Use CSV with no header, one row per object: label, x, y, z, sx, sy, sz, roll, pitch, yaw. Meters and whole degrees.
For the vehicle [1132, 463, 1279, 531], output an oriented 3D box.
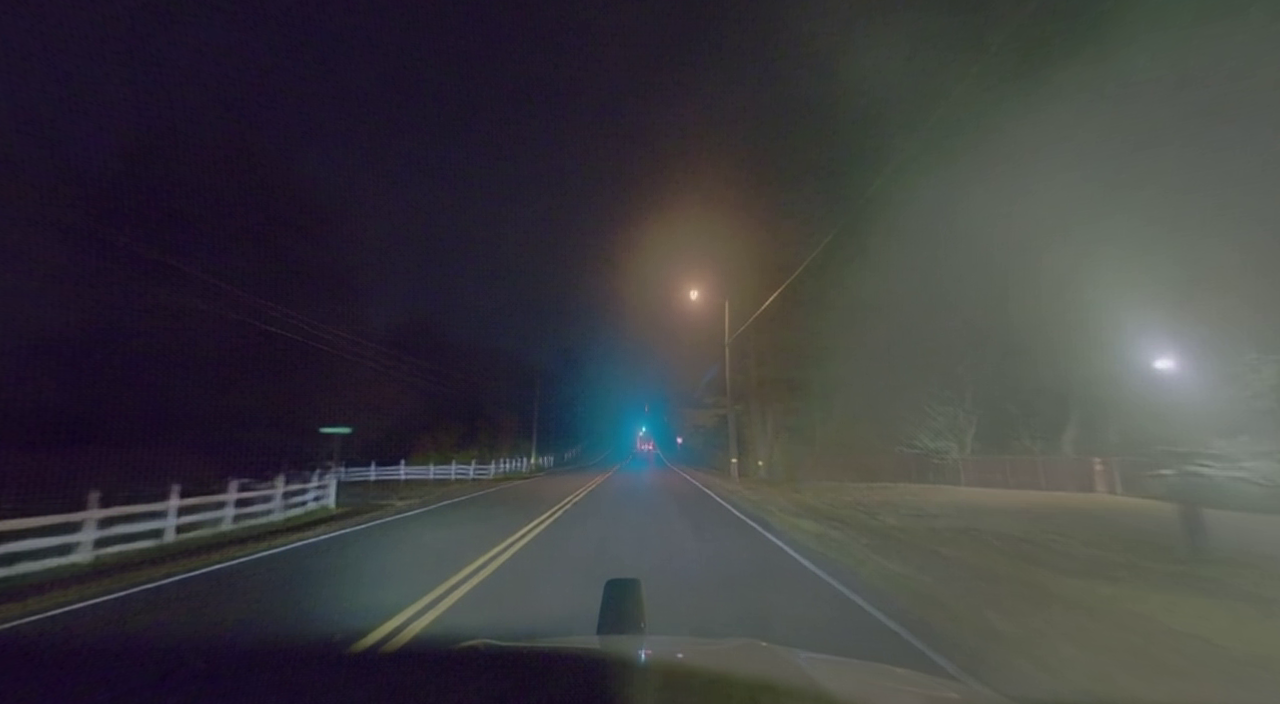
vehicle,15.925,3.754,16.723,2.001,1.450,4.481,0,-9,-2
